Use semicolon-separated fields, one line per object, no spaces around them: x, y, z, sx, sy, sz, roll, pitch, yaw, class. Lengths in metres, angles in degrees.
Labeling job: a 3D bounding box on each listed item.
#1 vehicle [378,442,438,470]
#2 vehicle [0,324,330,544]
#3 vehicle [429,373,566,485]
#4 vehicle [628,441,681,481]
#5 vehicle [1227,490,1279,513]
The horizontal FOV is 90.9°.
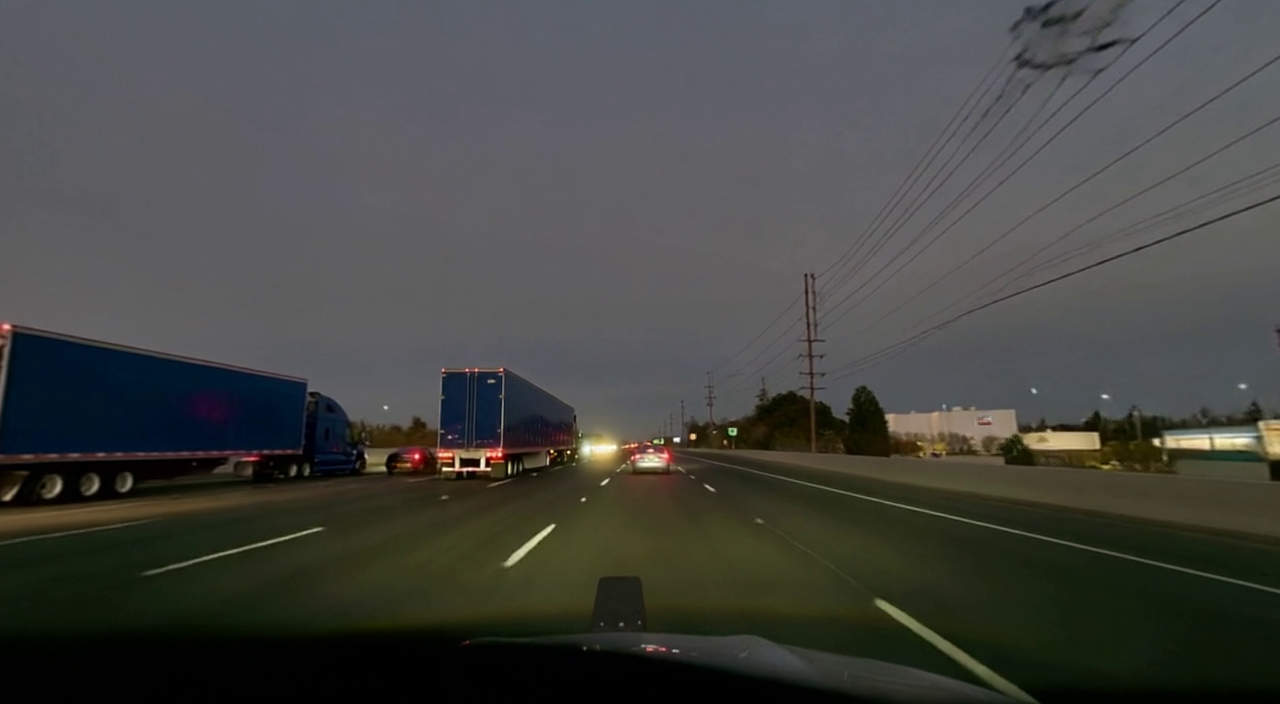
-14.365;6.463;39.380;1.938;1.679;4.469;0;-9;1;vehicle
-10.588;1.850;13.529;2.896;3.140;9.491;0;-9;1;vehicle
-6.088;3.942;30.778;2.907;4.081;15.311;0;-9;1;vehicle
0.567;4.551;26.630;2.055;1.514;4.323;0;-9;0;vehicle
49.772;11.859;49.924;4.441;1.614;1.955;0;-9;2;vehicle
